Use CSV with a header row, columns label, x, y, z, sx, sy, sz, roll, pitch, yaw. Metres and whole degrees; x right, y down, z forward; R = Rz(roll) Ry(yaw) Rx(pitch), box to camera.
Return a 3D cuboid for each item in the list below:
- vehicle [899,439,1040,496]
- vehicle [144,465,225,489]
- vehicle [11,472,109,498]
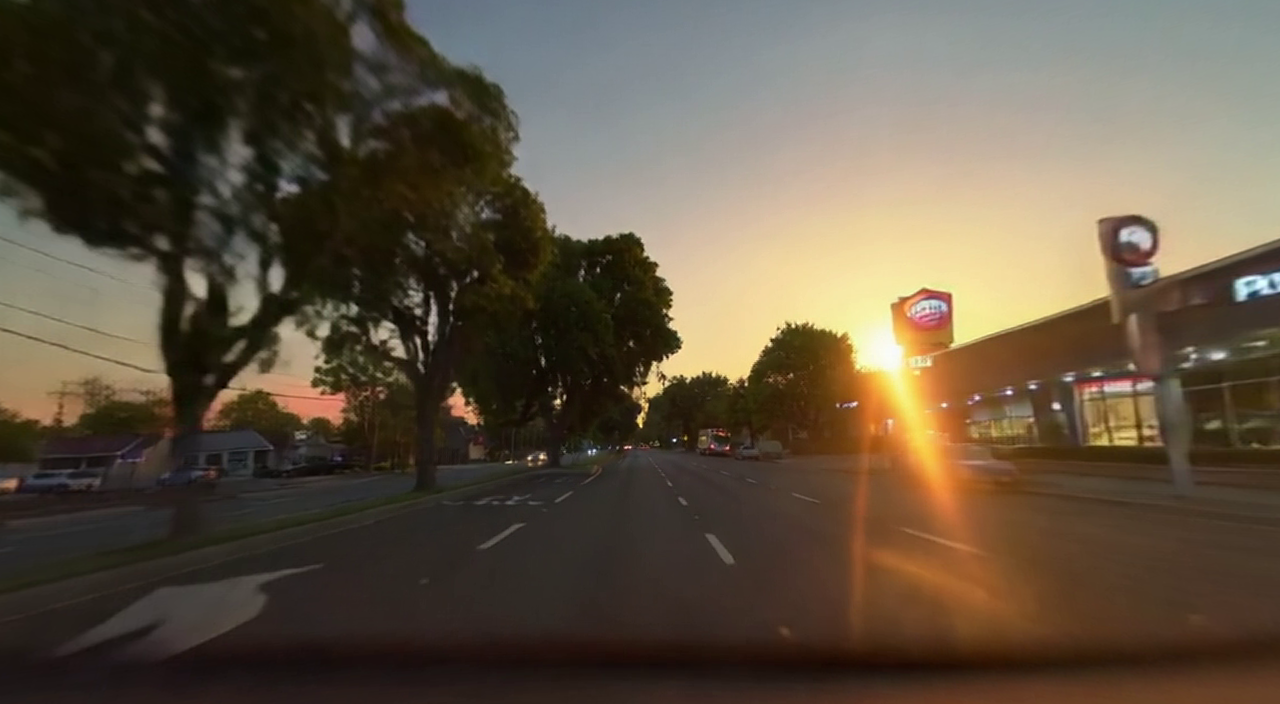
label,x,y,z,sx,sy,sz,roll,pitch,yaw
vehicle,10.138,3.568,19.940,1.886,1.556,4.513,0,-8,-2
vehicle,-35.228,9.705,49.046,4.654,1.648,1.915,3,-9,-21
vehicle,-42.260,9.660,46.157,4.805,1.609,1.906,4,-9,-24
